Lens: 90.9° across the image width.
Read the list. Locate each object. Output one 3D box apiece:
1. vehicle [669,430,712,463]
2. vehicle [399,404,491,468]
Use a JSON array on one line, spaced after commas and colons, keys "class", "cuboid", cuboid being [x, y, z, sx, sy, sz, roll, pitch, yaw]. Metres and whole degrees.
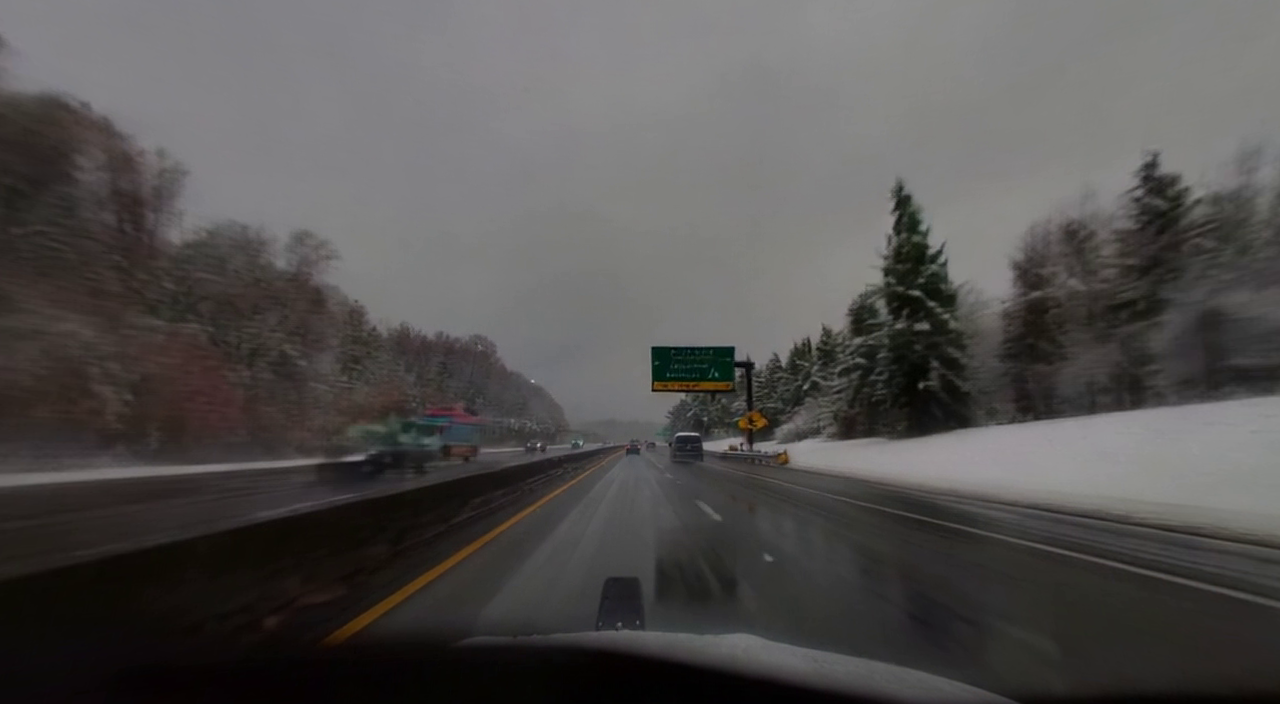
[{"class": "vehicle", "cuboid": [3.301, 6.346, 42.442, 2.393, 2.072, 4.958, 0, -8, -2]}, {"class": "vehicle", "cuboid": [-12.511, 5.586, 41.523, 3.010, 3.699, 9.465, 0, -8, 0]}]
